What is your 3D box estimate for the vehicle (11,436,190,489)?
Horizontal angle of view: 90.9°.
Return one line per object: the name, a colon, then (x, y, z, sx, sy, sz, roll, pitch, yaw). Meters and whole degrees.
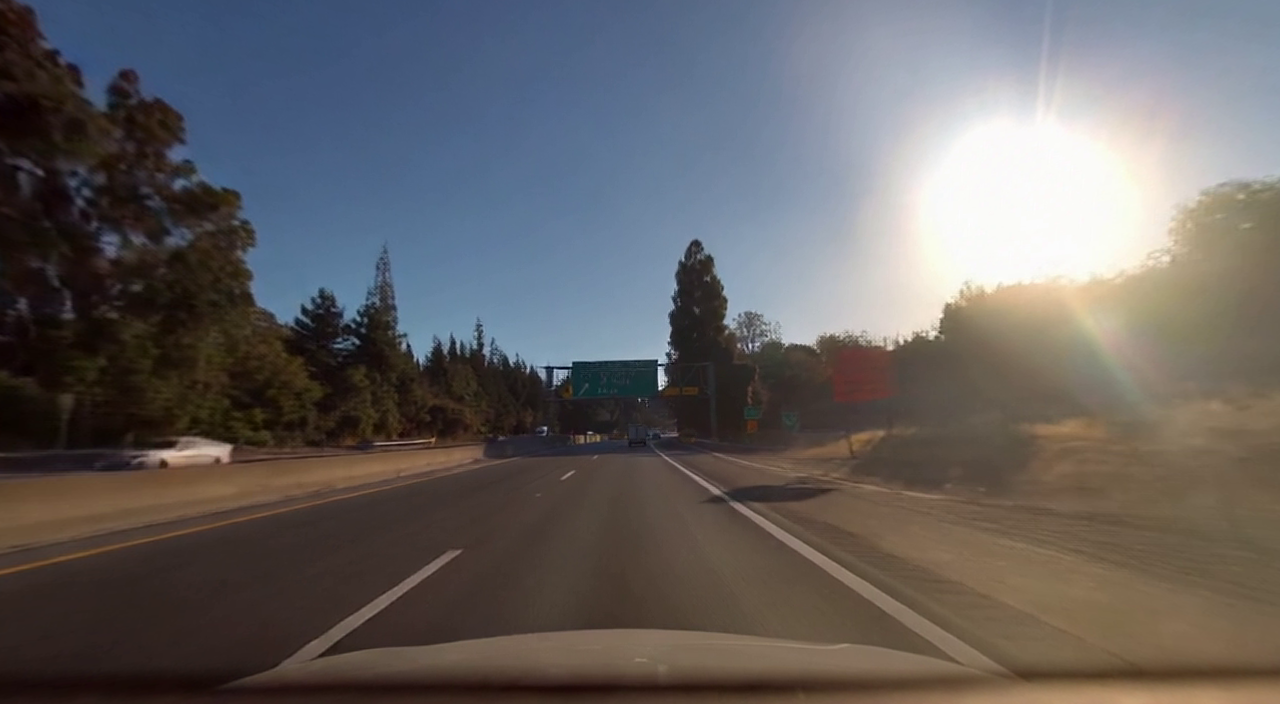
vehicle: (-16.988, 3.449, 20.240, 1.783, 1.480, 4.553, 0, -8, -1)
